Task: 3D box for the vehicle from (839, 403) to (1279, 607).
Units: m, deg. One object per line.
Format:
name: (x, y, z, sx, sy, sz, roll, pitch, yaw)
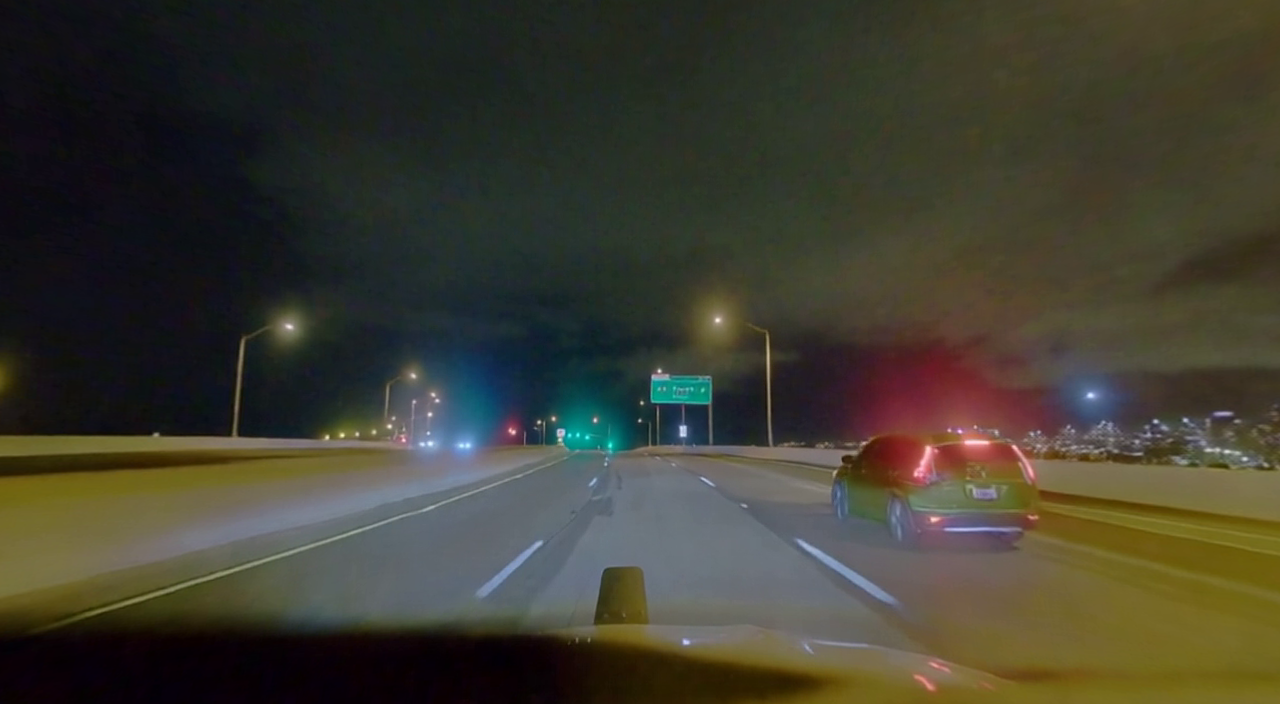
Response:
vehicle: (4.135, 1.500, 7.321, 2.104, 1.575, 4.698, 0, -7, 0)
